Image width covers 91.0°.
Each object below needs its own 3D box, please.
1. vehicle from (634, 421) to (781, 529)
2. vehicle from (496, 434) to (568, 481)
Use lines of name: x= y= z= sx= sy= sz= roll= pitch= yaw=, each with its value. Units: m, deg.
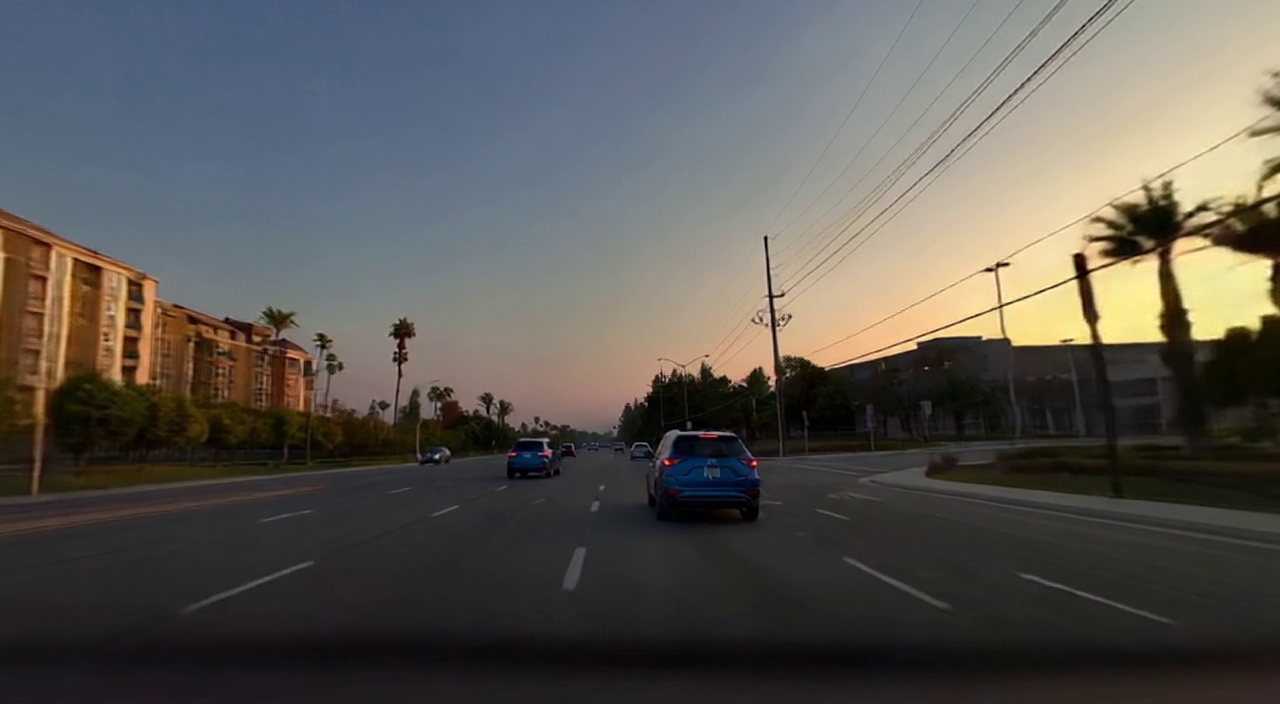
vehicle: x=1.076 y=2.312 z=12.346 sx=2.198 sy=1.706 sz=4.166 roll=0 pitch=-9 yaw=-3
vehicle: x=-4.472 y=4.463 z=26.839 sx=2.169 sy=1.796 sz=4.821 roll=0 pitch=-9 yaw=1
